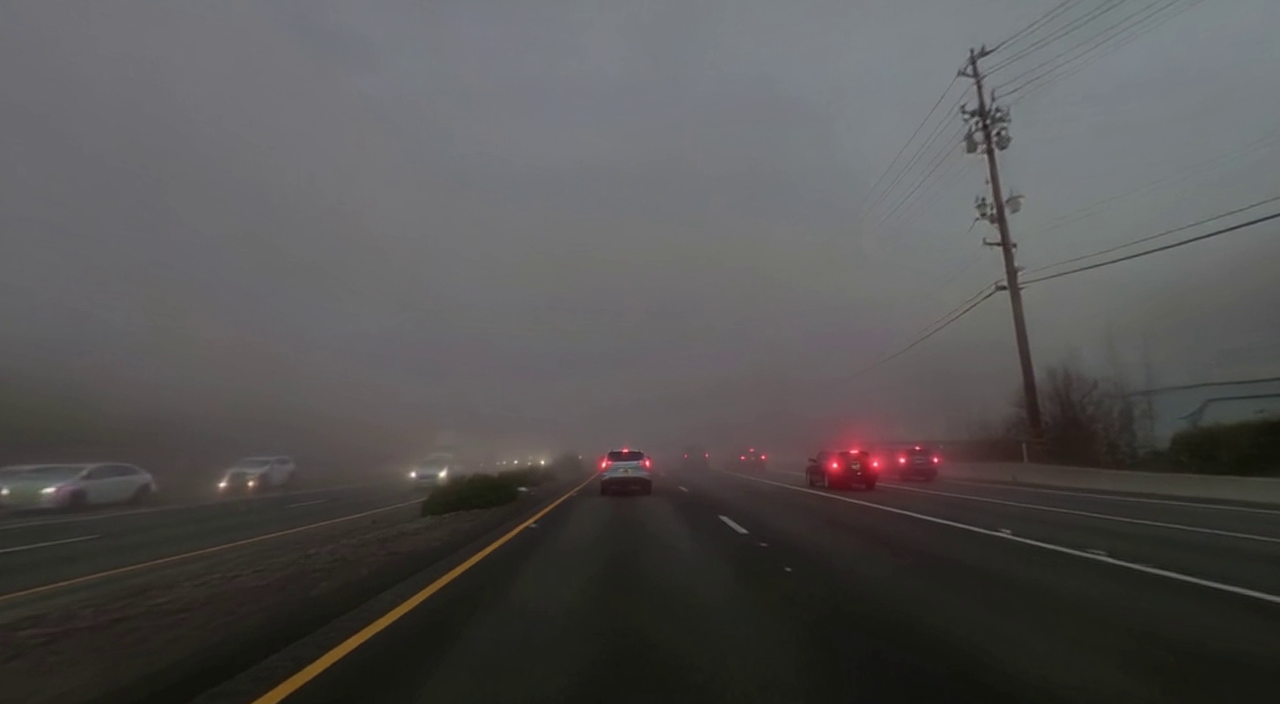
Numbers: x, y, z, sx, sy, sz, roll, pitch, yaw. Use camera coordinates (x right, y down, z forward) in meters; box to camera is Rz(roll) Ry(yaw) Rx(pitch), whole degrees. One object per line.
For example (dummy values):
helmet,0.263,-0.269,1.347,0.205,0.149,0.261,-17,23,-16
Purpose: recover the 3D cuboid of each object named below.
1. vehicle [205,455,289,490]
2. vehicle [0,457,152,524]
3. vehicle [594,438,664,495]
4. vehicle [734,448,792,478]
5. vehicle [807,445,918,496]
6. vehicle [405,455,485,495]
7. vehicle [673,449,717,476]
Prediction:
vehicle,-21.876,6.695,35.378,1.889,1.708,4.301,0,-8,0
vehicle,-15.973,3.641,17.179,1.884,1.483,4.701,0,-8,-4
vehicle,-0.406,4.077,22.899,2.298,1.809,4.359,0,-8,-1
vehicle,6.502,5.901,33.888,1.934,1.461,4.368,0,-8,-4
vehicle,7.100,3.802,20.670,1.958,1.473,4.201,0,-8,-2
vehicle,-8.236,5.229,27.149,1.937,1.477,4.561,0,-9,1
vehicle,3.251,6.672,38.312,2.115,1.481,3.968,0,-8,-3
